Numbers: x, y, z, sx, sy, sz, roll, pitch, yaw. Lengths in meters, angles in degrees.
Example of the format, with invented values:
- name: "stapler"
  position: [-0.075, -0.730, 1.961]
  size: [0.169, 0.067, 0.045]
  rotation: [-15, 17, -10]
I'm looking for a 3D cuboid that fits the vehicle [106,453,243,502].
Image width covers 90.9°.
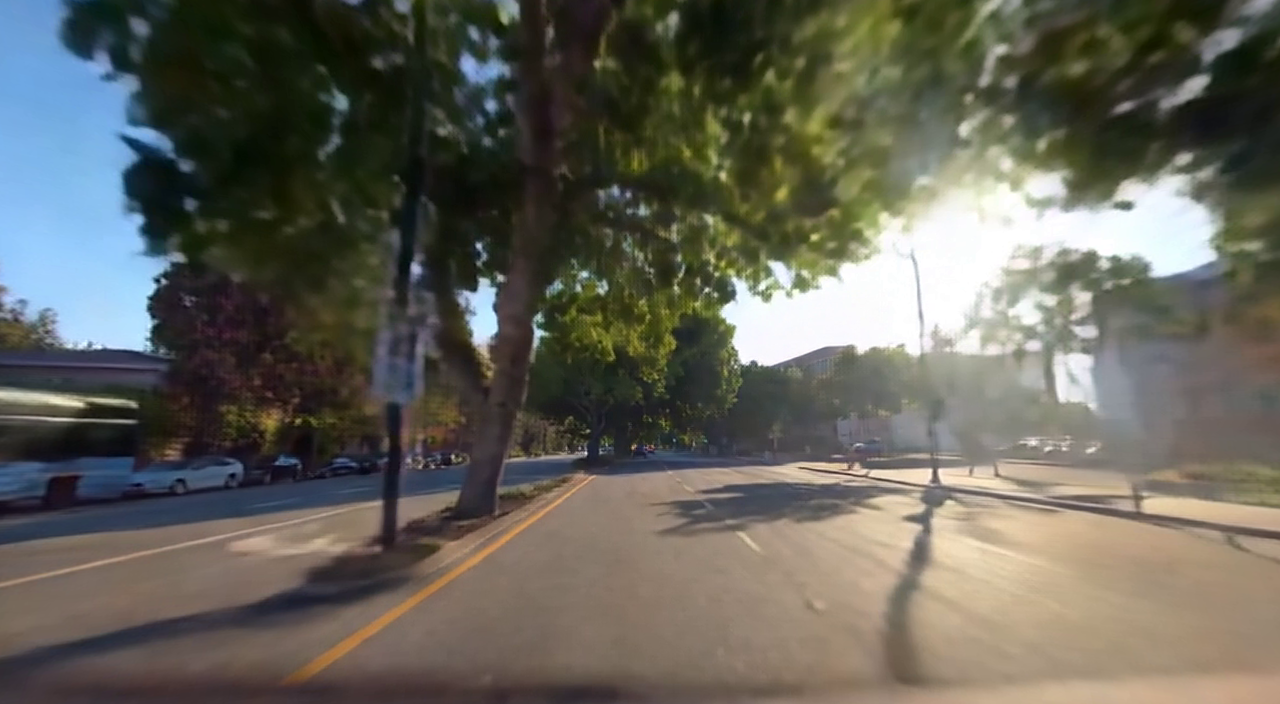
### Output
- name: "vehicle"
  position: [-18.093, 4.857, 24.846]
  size: [1.892, 1.681, 4.596]
  rotation: [-1, -9, 0]

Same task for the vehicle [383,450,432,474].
- name: "vehicle"
  position: [-18.023, 8.513, 49.128]
  size: [2.115, 1.716, 4.900]
  rotation: [-1, -9, -2]

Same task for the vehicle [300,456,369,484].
- name: "vehicle"
  position: [-17.886, 6.904, 37.148]
  size: [1.839, 1.456, 4.507]
  rotation: [-1, -9, 0]

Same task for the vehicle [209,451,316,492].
- name: "vehicle"
  position: [-17.931, 5.660, 30.295]
  size: [2.200, 1.730, 4.886]
  rotation: [-1, -9, -1]

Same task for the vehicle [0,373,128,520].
- name: "vehicle"
  position: [-17.878, 2.488, 15.737]
  size: [3.028, 3.724, 9.001]
  rotation: [-5, -8, -2]

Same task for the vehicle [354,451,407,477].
- name: "vehicle"
  position: [-17.842, 7.703, 43.519]
  size: [1.952, 1.649, 4.414]
  rotation: [0, -9, -3]
